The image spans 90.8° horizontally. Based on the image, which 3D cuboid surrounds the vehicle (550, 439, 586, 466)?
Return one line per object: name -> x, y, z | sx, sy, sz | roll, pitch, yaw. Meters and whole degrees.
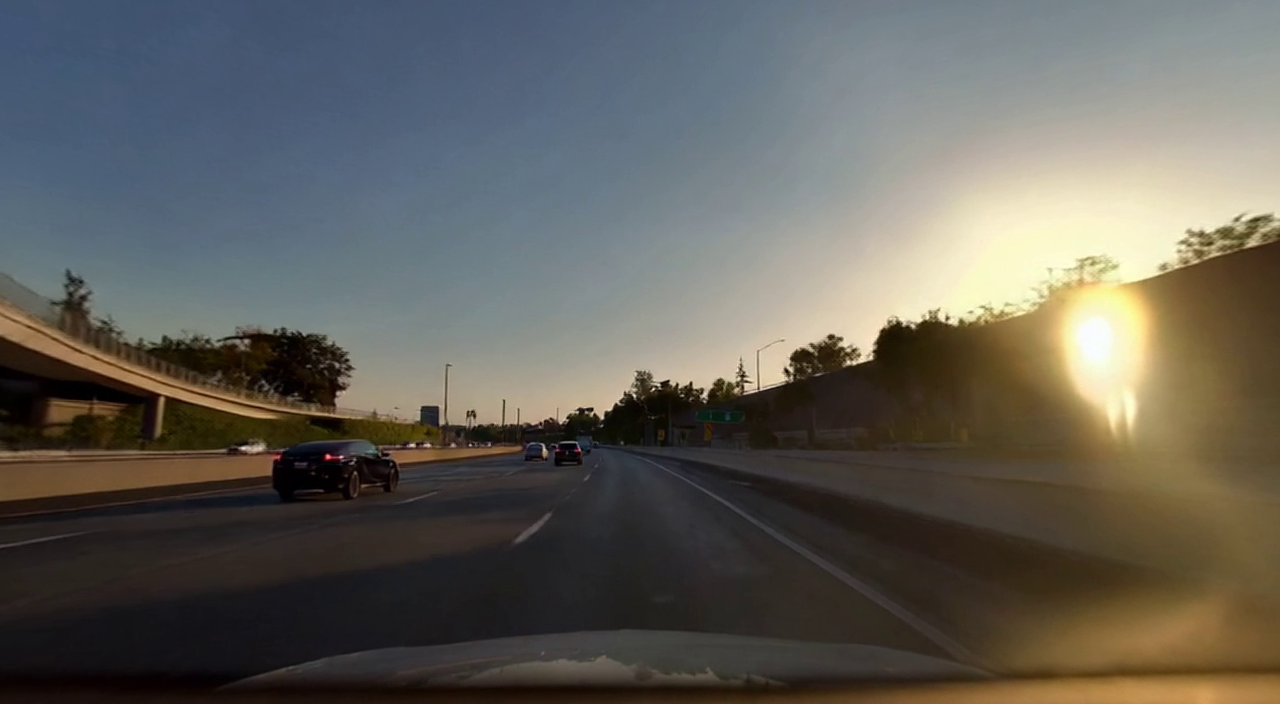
vehicle -> -4.607, 6.471, 40.998 | 1.971, 1.643, 4.009 | 0, -8, -2
